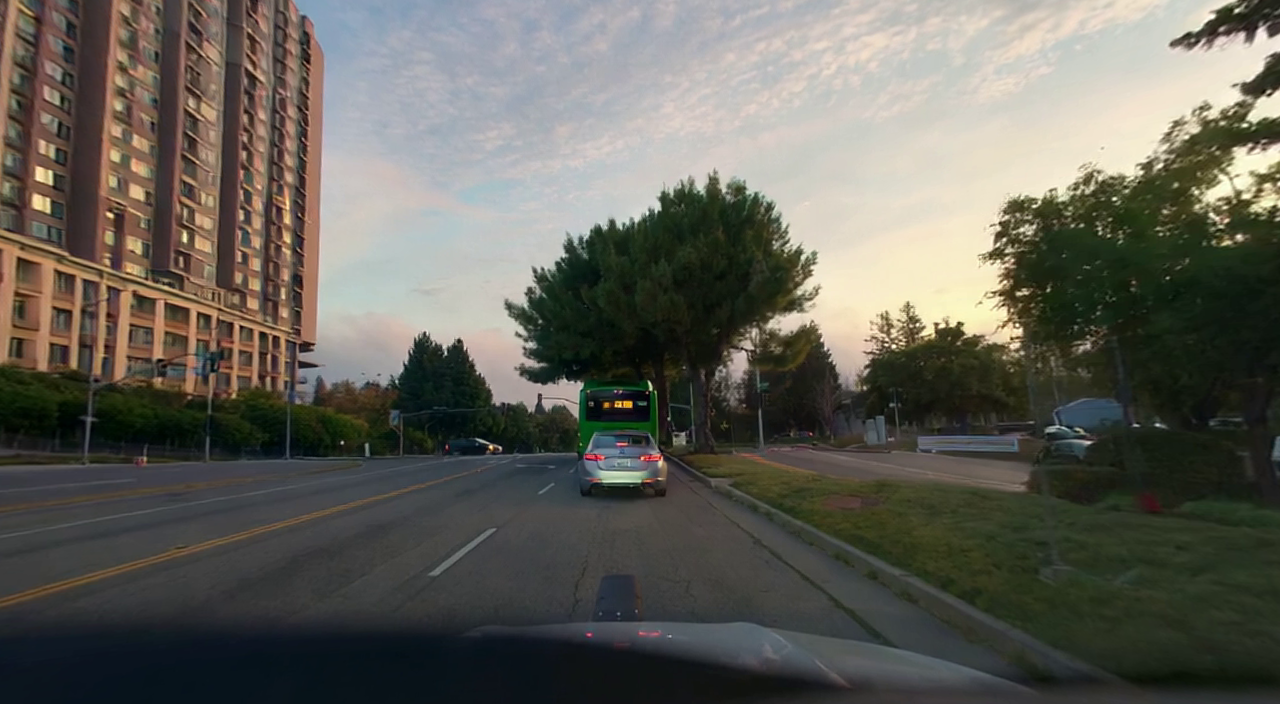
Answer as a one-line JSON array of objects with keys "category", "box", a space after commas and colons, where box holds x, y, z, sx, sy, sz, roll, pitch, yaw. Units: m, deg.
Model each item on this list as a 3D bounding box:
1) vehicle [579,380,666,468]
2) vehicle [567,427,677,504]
[{"category": "vehicle", "box": [-0.374, 3.453, 29.104, 2.900, 3.182, 12.613, 0, -8, 3]}, {"category": "vehicle", "box": [-0.385, 2.410, 13.887, 2.064, 1.452, 3.942, 0, -8, -1]}]
